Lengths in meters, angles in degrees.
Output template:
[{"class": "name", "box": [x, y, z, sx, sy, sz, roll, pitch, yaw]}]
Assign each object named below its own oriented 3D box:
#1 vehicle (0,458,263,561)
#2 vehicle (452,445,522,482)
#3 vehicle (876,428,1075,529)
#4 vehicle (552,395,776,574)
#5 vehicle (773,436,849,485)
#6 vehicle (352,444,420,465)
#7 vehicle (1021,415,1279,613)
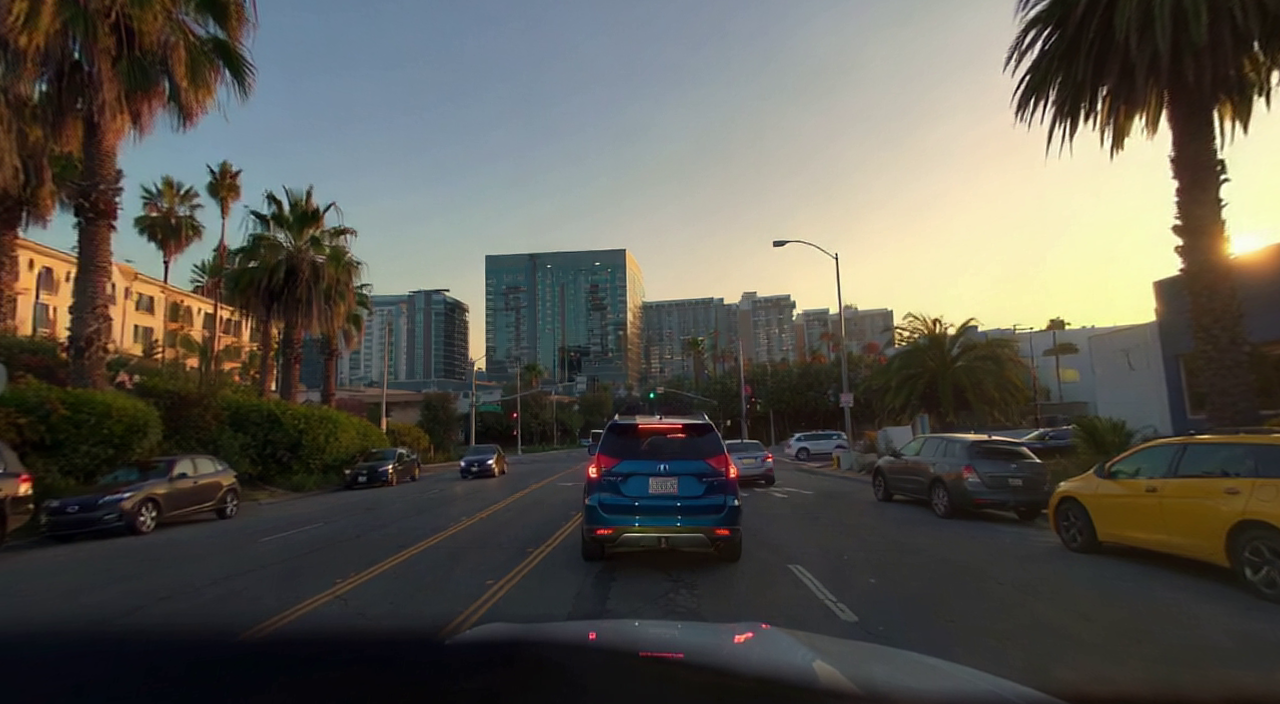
[{"class": "vehicle", "box": [-9.576, 2.813, 11.956, 2.054, 1.467, 4.595, -3, -9, 0]}, {"class": "vehicle", "box": [-6.658, 4.877, 28.023, 1.928, 1.475, 4.645, 0, -8, 0]}, {"class": "vehicle", "box": [6.668, 2.532, 13.244, 1.930, 1.736, 4.329, -1, -8, 3]}, {"class": "vehicle", "box": [0.263, 1.664, 8.624, 2.264, 1.798, 4.258, 0, -8, 1]}, {"class": "vehicle", "box": [6.570, 4.196, 24.766, 1.948, 1.729, 4.023, 0, -8, 2]}, {"class": "vehicle", "box": [-18.719, 7.536, 46.660, 1.759, 1.457, 4.297, -7, -11, 37]}, {"class": "vehicle", "box": [6.441, 1.602, 6.923, 1.935, 1.672, 4.139, 0, -8, 1]}]
